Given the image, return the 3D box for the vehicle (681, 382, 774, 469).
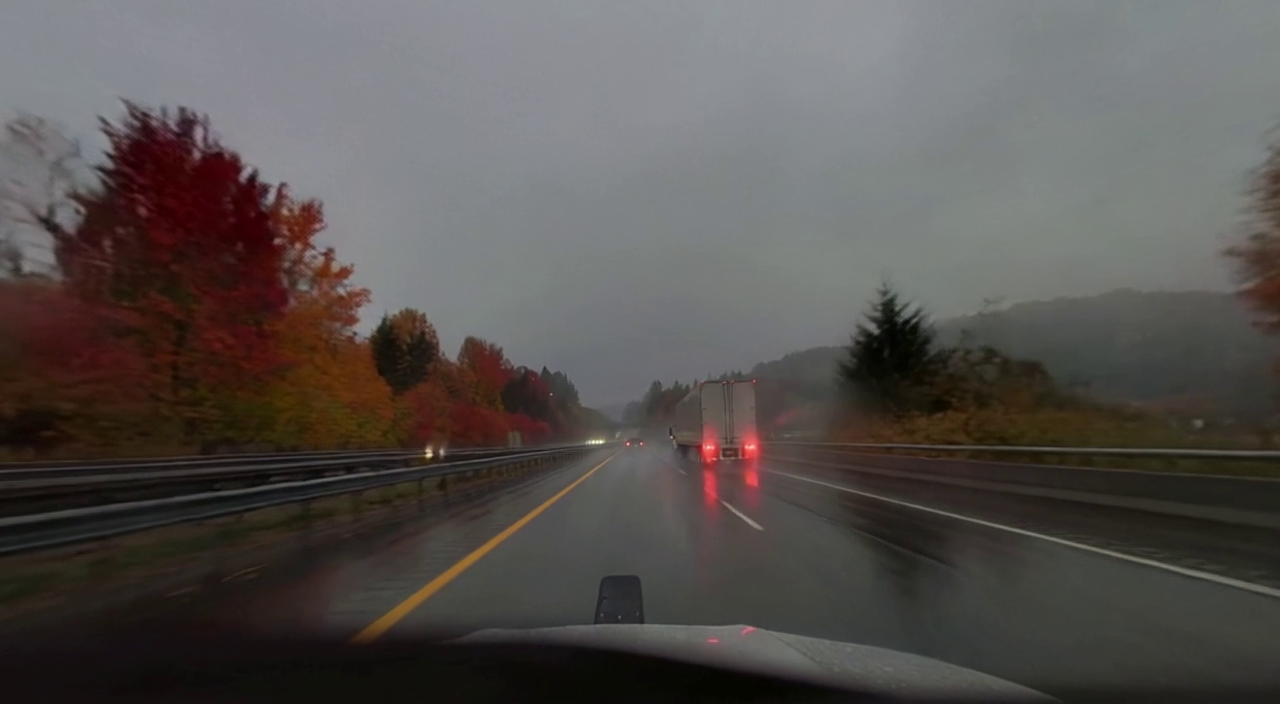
[{"bbox_3d":[4.207,3.912,32.648,3.348,3.847,8.908,0,-8,-1],"label":"vehicle"}]
